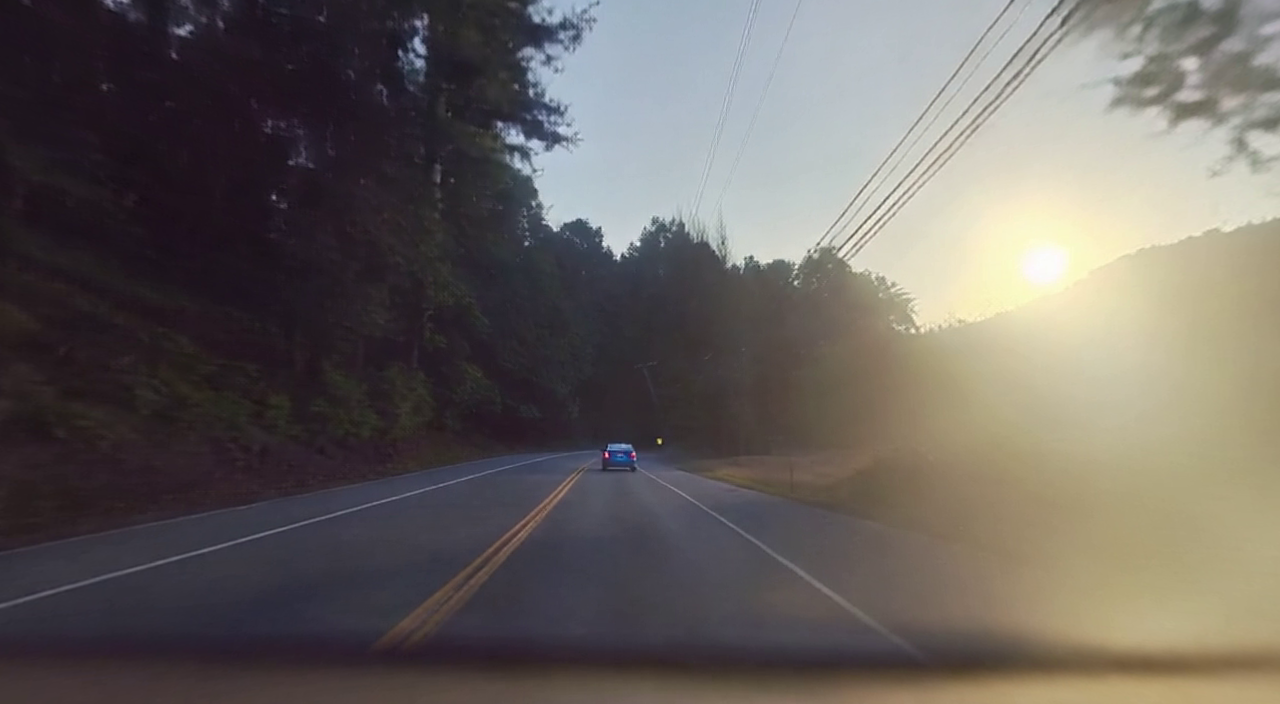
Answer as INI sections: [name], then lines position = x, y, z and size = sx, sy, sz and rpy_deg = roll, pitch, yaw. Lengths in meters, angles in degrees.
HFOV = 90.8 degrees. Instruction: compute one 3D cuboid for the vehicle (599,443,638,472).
[vehicle]
position = -1.226, 5.889, 35.547
size = 2.059, 1.524, 3.963
rpy_deg = 0, -9, -3
